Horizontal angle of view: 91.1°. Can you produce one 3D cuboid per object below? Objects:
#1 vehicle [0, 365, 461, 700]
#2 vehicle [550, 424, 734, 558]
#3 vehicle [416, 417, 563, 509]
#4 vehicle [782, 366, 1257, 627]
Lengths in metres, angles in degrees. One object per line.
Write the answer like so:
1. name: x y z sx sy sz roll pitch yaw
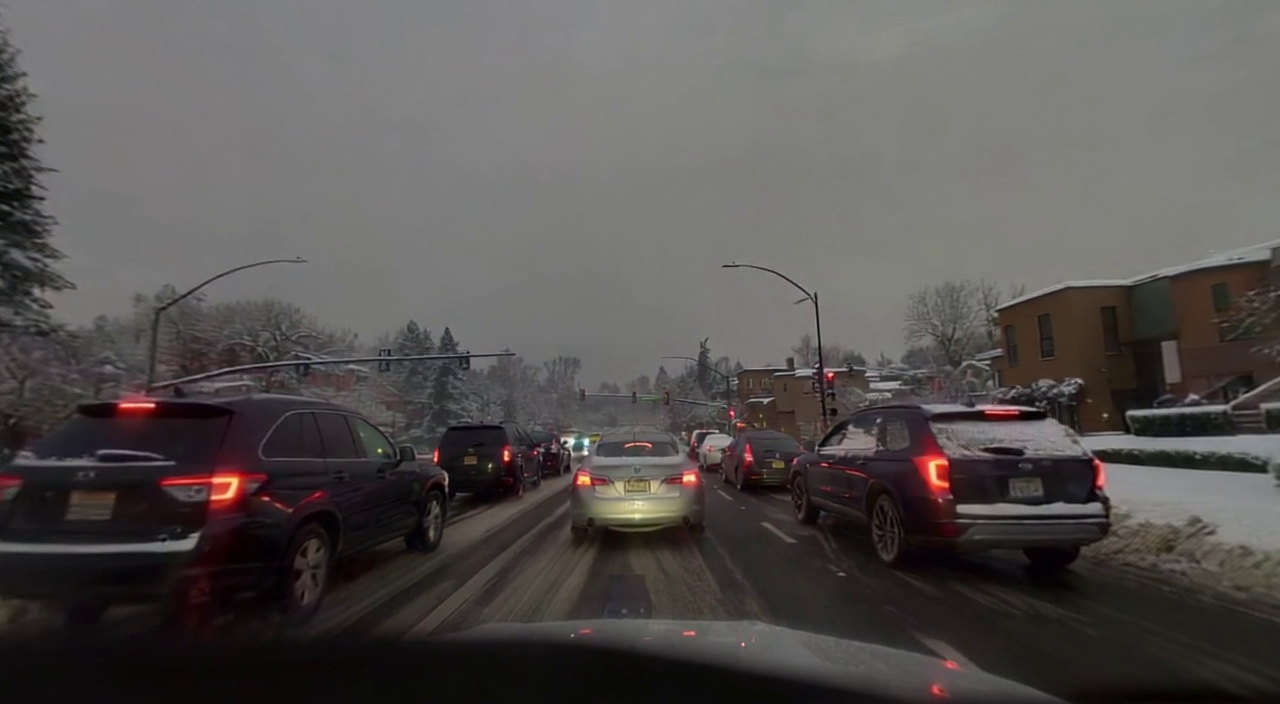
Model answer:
1. vehicle: -3.152 1.223 5.409 1.912 1.703 4.261 0 -8 1
2. vehicle: 0.009 1.823 8.906 2.021 1.461 3.862 0 -8 -1
3. vehicle: -3.213 2.508 14.601 2.117 1.772 4.619 0 -8 2
4. vehicle: 3.235 1.362 6.874 2.141 1.833 4.704 0 -8 -2
